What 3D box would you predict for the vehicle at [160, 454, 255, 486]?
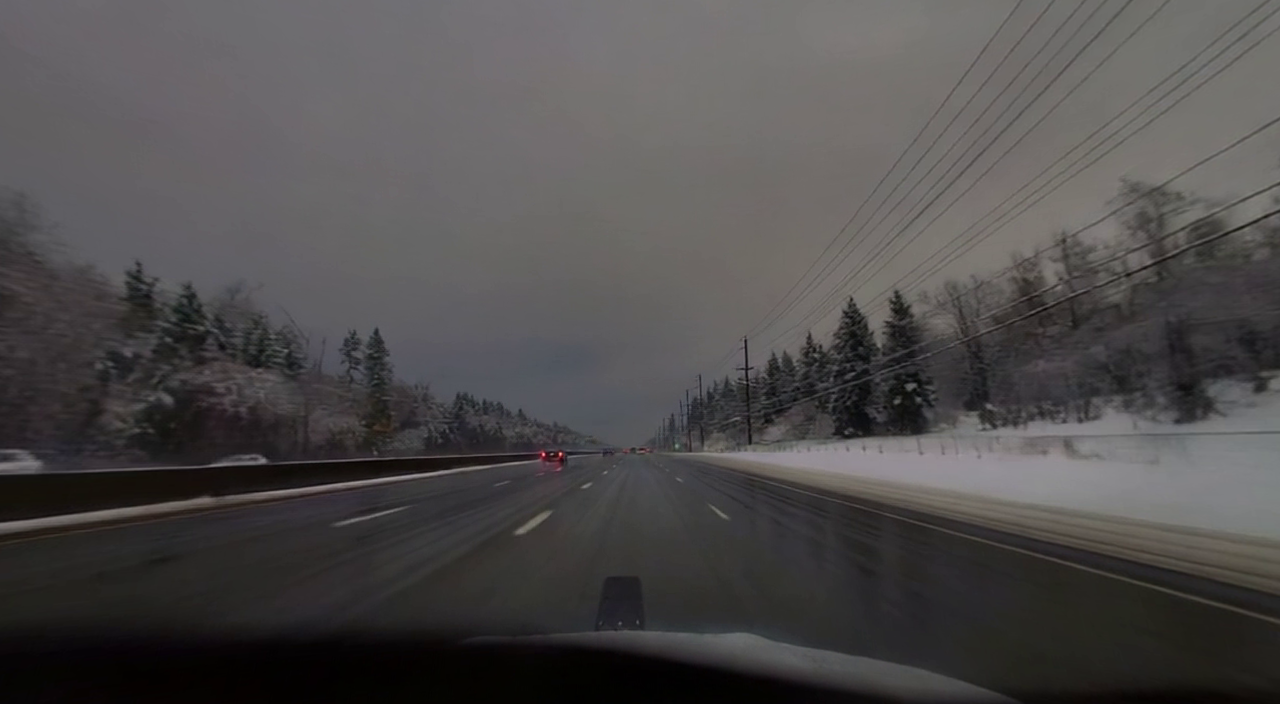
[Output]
[{"bbox_3d":[-23.334,6.359,34.208,1.895,1.520,4.696,0,-9,-1],"label":"vehicle"}]
